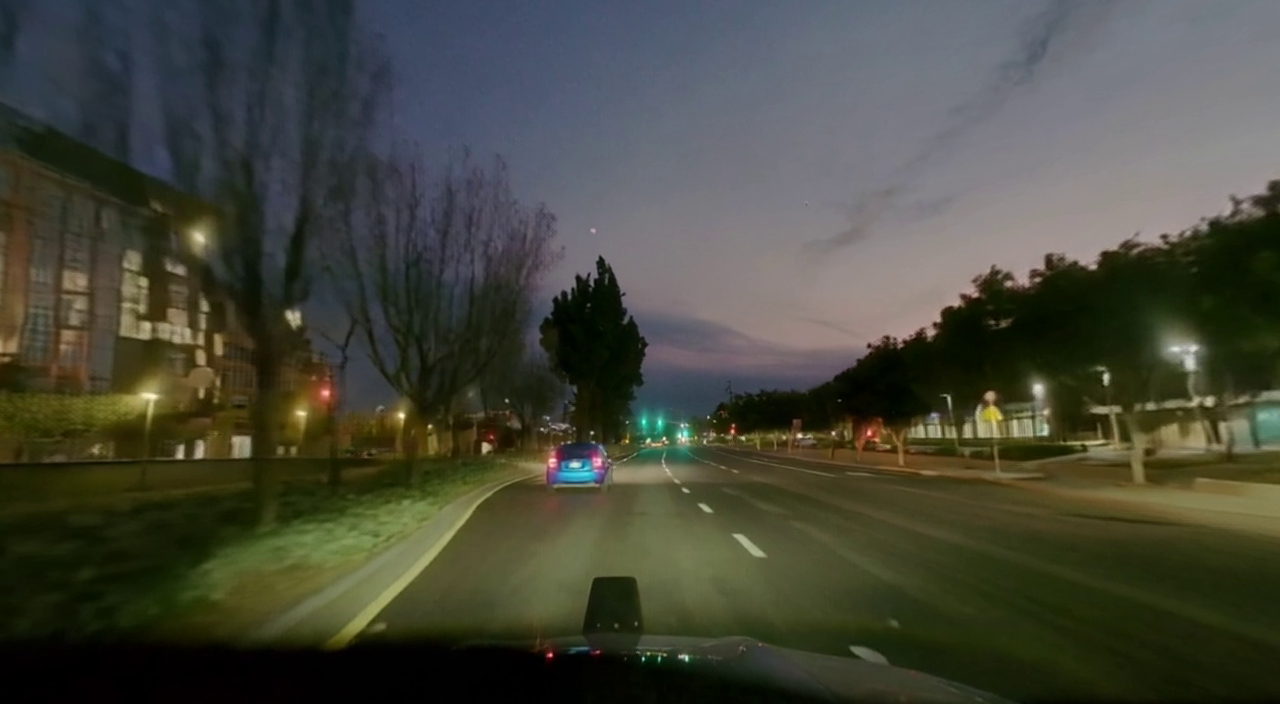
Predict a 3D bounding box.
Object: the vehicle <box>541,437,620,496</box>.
[{"bbox_3d":[-1.674,3.286,18.582,2.042,1.479,4.601,0,-8,-4],"label":"vehicle"}]
